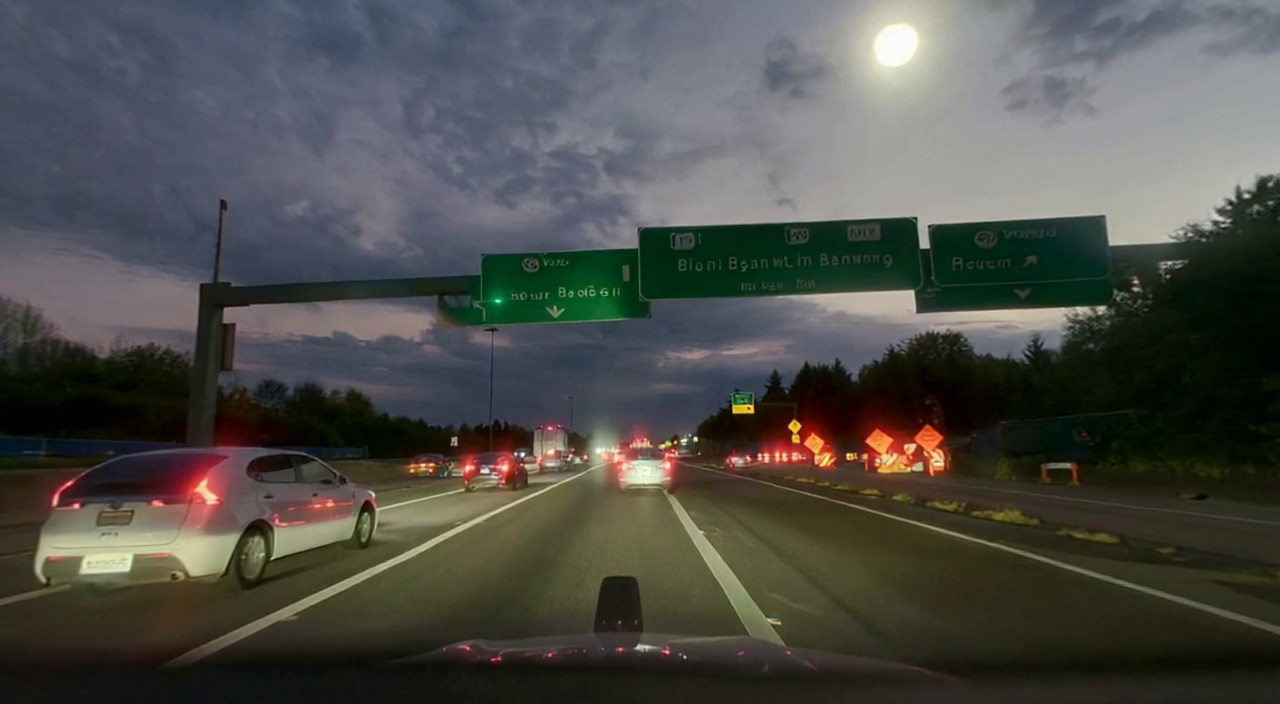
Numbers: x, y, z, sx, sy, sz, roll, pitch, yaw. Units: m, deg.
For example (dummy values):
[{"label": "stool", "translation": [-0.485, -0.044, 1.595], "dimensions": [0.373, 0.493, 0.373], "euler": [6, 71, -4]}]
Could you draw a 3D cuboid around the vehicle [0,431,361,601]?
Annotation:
[{"label": "vehicle", "translation": [-5.495, 1.807, 7.902], "dimensions": [1.892, 1.481, 4.573], "euler": [0, -9, 0]}]

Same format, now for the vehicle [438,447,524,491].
[{"label": "vehicle", "translation": [-5.605, 4.170, 22.677], "dimensions": [2.063, 1.417, 4.000], "euler": [0, -9, 0]}]

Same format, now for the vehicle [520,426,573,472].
[{"label": "vehicle", "translation": [-5.859, 6.203, 40.109], "dimensions": [2.326, 2.645, 6.249], "euler": [0, -9, 1]}]

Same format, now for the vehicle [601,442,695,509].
[{"label": "vehicle", "translation": [0.200, 3.027, 15.782], "dimensions": [2.080, 1.451, 3.512], "euler": [0, -9, 1]}]
